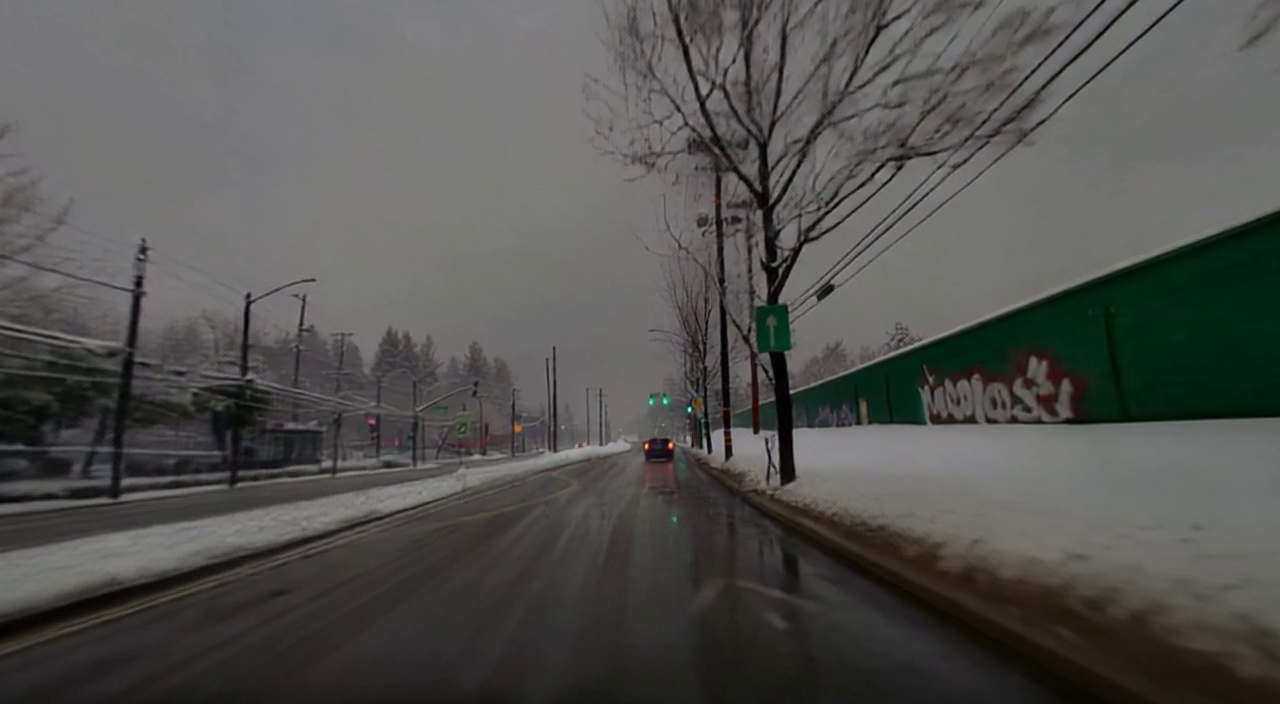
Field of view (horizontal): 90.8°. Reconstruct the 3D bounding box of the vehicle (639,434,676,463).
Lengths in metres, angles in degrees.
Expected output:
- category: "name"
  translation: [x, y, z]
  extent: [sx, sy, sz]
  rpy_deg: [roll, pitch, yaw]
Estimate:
- category: "vehicle"
  translation: [1.046, 5.740, 37.630]
  extent: [2.105, 1.611, 3.750]
  rpy_deg: [0, -8, 2]
